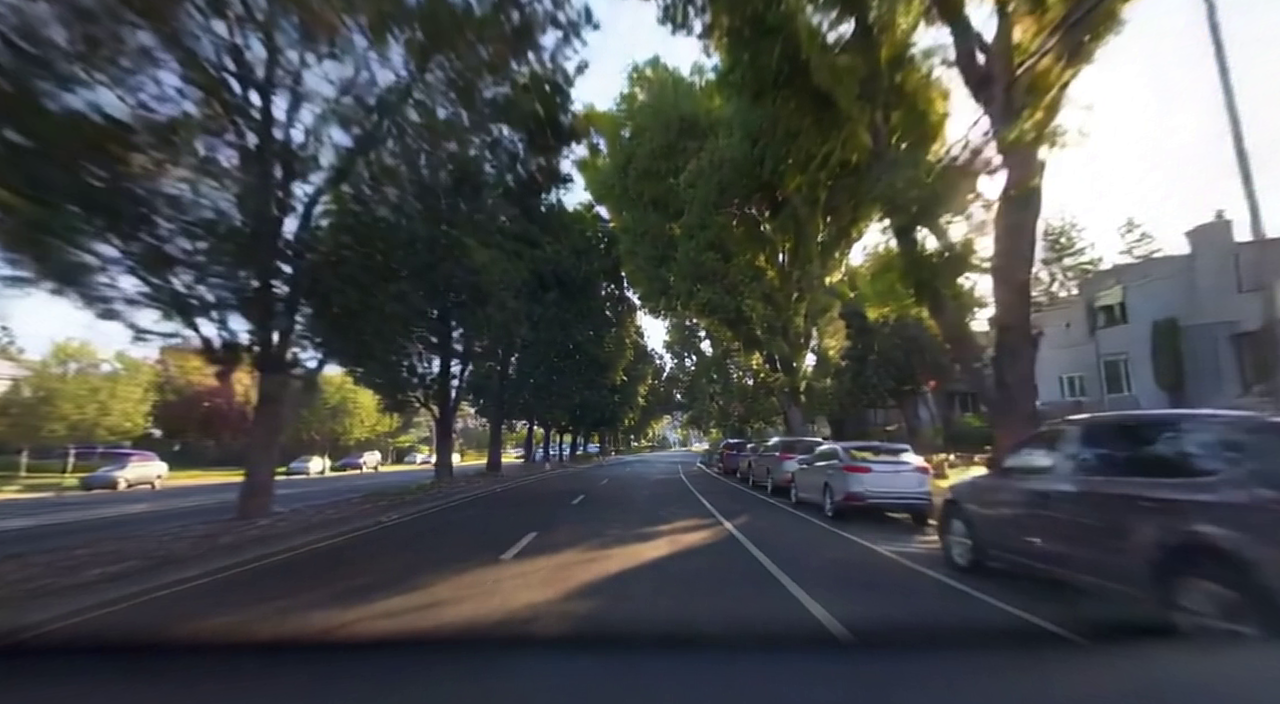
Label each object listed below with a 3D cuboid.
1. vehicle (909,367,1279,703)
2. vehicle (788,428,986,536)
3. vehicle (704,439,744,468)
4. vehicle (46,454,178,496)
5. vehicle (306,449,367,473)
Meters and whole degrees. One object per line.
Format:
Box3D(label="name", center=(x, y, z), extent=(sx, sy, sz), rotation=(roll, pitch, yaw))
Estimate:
Box3D(label="vehicle", center=(4.186, 1.234, 5.072), extent=(1.978, 1.744, 4.332), rotation=(0, -9, -2))
Box3D(label="vehicle", center=(4.164, 2.255, 11.549), extent=(1.823, 1.576, 4.323), rotation=(0, -9, -1))
Box3D(label="vehicle", center=(5.024, 6.149, 38.316), extent=(1.991, 1.635, 4.323), rotation=(-1, -9, 3))
Box3D(label="vehicle", center=(-23.717, 5.520, 28.684), extent=(1.950, 1.466, 4.728), rotation=(-2, -7, 0))
Box3D(label="vehicle", center=(-22.835, 8.185, 47.742), extent=(1.856, 1.658, 4.884), rotation=(-1, -9, 5))
